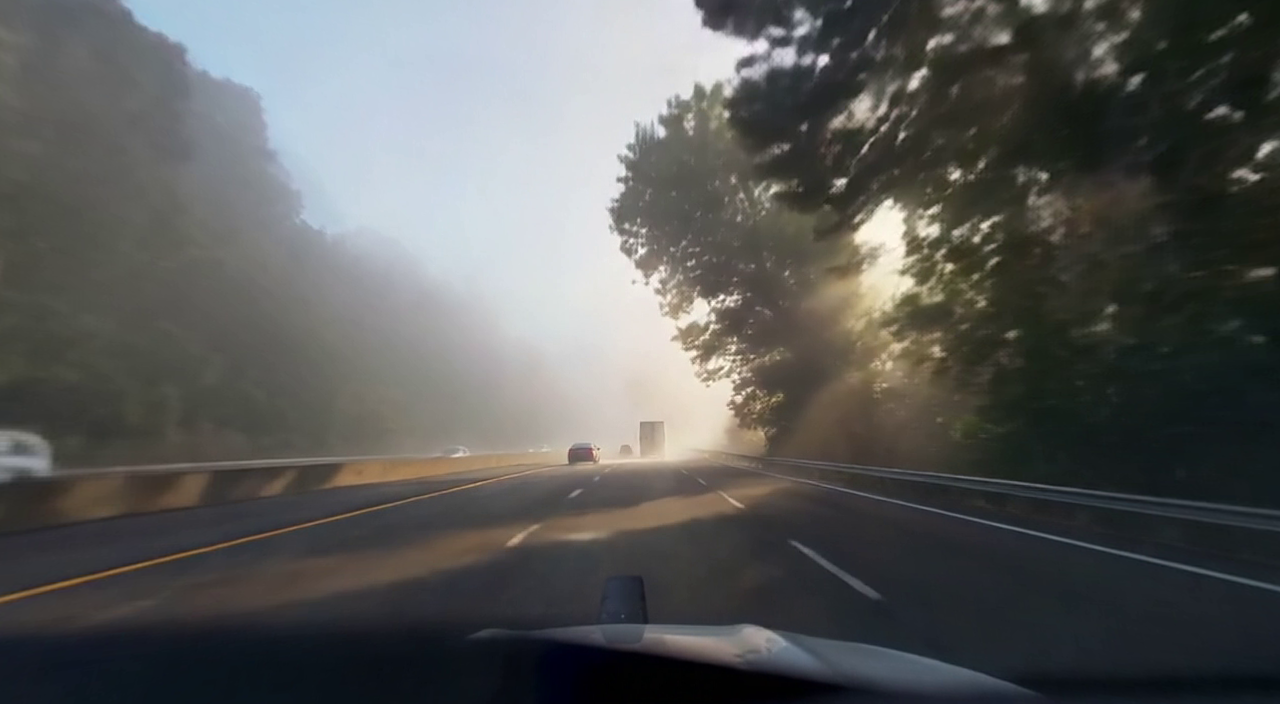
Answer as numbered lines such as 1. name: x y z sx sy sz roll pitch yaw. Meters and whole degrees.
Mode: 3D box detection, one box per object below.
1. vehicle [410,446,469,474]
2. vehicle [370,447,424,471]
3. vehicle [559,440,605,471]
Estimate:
1. vehicle: -11.615 6.278 36.883 1.841 1.487 4.687 0 -9 1
2. vehicle: -15.982 7.021 41.682 1.757 1.450 4.253 0 -9 1
3. vehicle: -3.183 5.779 35.441 2.057 1.618 4.212 0 -9 1
